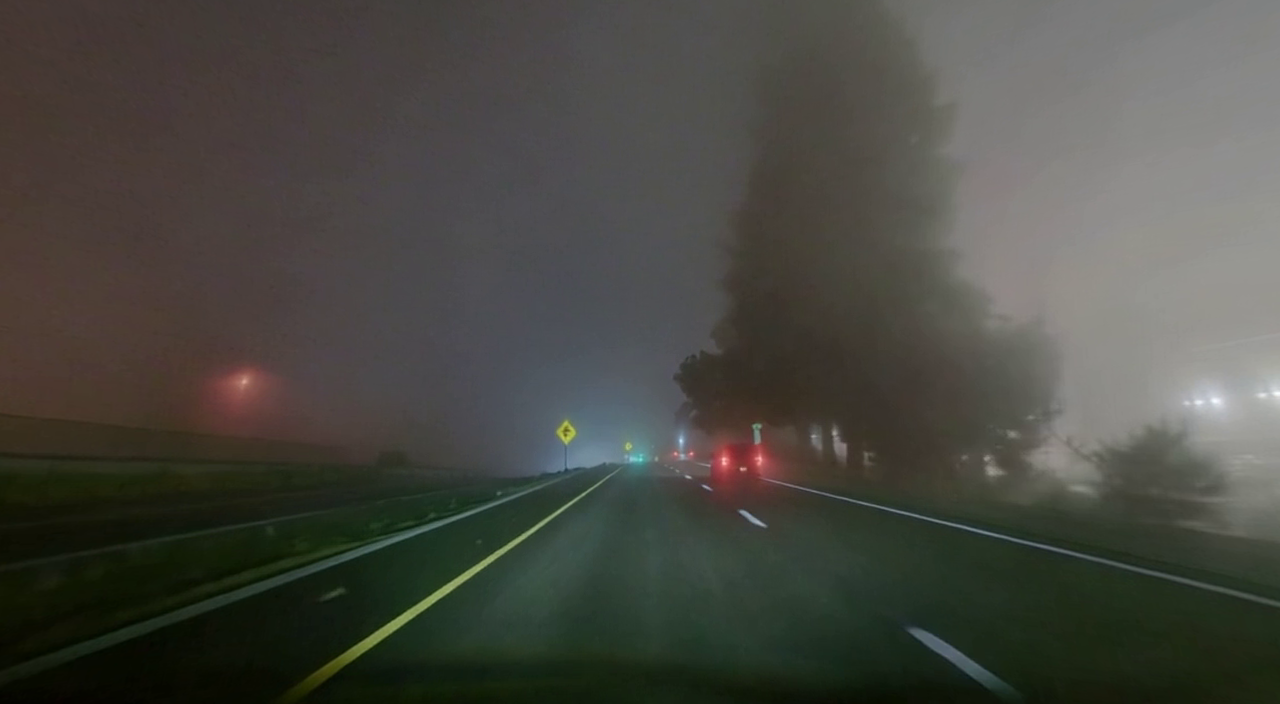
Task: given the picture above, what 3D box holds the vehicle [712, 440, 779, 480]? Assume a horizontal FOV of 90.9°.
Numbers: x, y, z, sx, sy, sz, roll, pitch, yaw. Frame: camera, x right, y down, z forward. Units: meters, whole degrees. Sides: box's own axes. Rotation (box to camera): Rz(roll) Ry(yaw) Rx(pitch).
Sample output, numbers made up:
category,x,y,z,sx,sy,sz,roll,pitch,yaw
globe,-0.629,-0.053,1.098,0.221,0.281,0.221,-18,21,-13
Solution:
category,x,y,z,sx,sy,sz,roll,pitch,yaw
vehicle,4.328,4.519,26.620,2.042,1.518,4.477,0,-8,0
